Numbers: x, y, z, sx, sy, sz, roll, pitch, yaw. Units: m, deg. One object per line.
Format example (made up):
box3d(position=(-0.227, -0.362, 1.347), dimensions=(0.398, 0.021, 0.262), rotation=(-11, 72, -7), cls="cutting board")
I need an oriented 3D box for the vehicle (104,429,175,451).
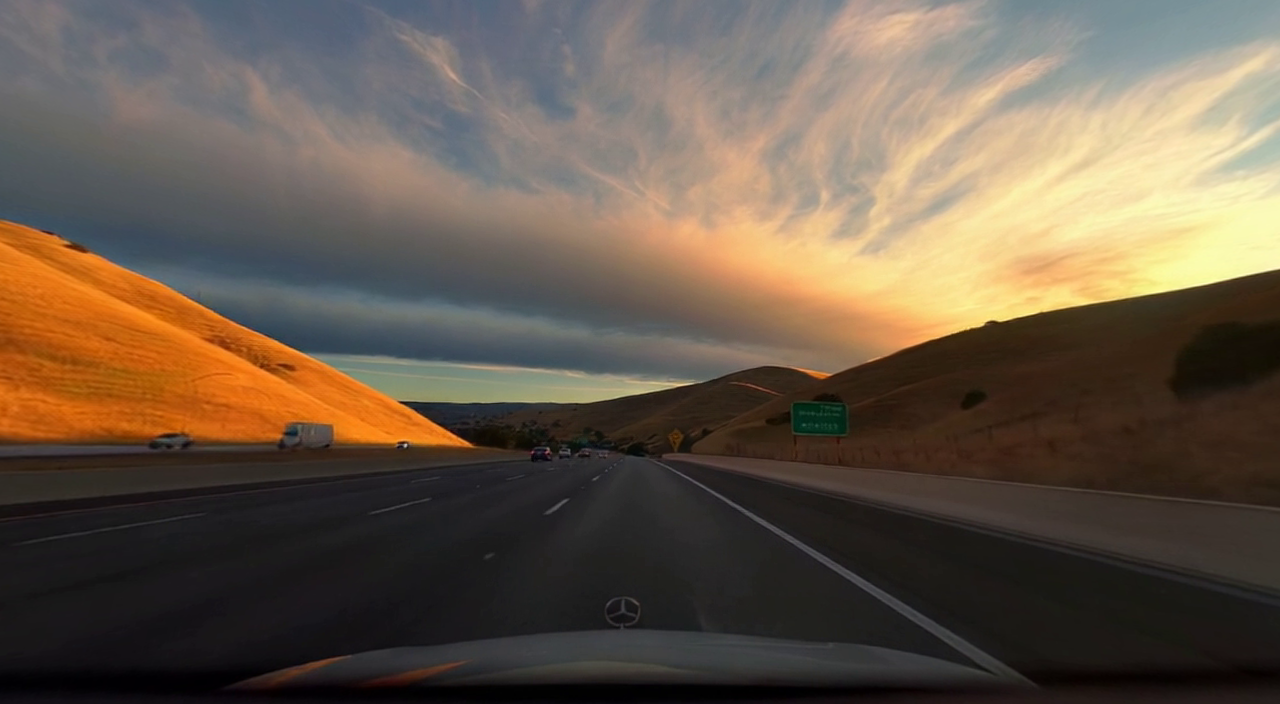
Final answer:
box3d(position=(-34.283, 6.067, 43.275), dimensions=(1.771, 1.468, 3.865), rotation=(0, -9, -2), cls="vehicle")
